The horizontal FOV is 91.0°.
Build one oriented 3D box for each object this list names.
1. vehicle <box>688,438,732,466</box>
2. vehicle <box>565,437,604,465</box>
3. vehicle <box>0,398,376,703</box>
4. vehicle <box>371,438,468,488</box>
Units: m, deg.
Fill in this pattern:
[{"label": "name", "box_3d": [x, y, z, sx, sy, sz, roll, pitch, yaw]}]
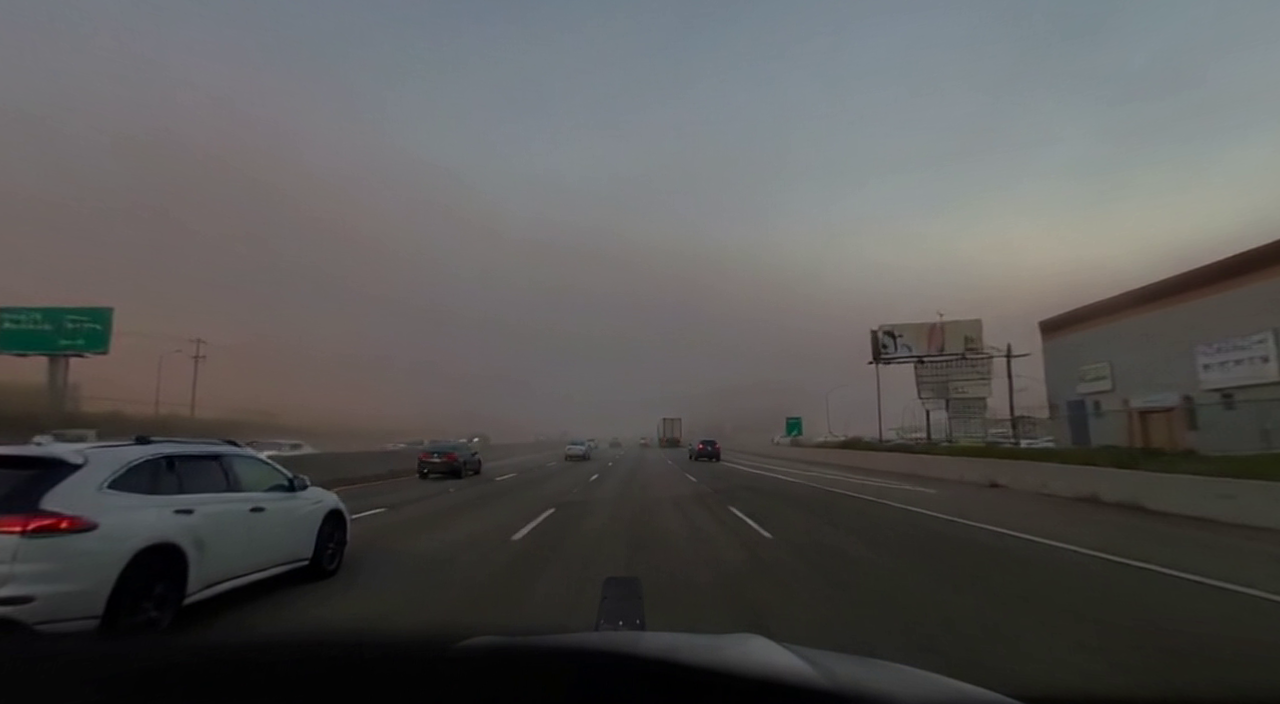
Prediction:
[{"label": "vehicle", "box_3d": [4.143, 6.008, 37.958, 2.135, 1.532, 4.506, 1, -9, 0]}, {"label": "vehicle", "box_3d": [-3.334, 6.042, 38.566, 2.001, 1.577, 4.055, 0, -9, 1]}, {"label": "vehicle", "box_3d": [-3.780, 1.198, 4.315, 2.008, 1.504, 4.264, 0, -9, 1]}, {"label": "vehicle", "box_3d": [-7.248, 3.687, 21.125, 1.865, 1.518, 3.620, 0, -9, 1]}]
